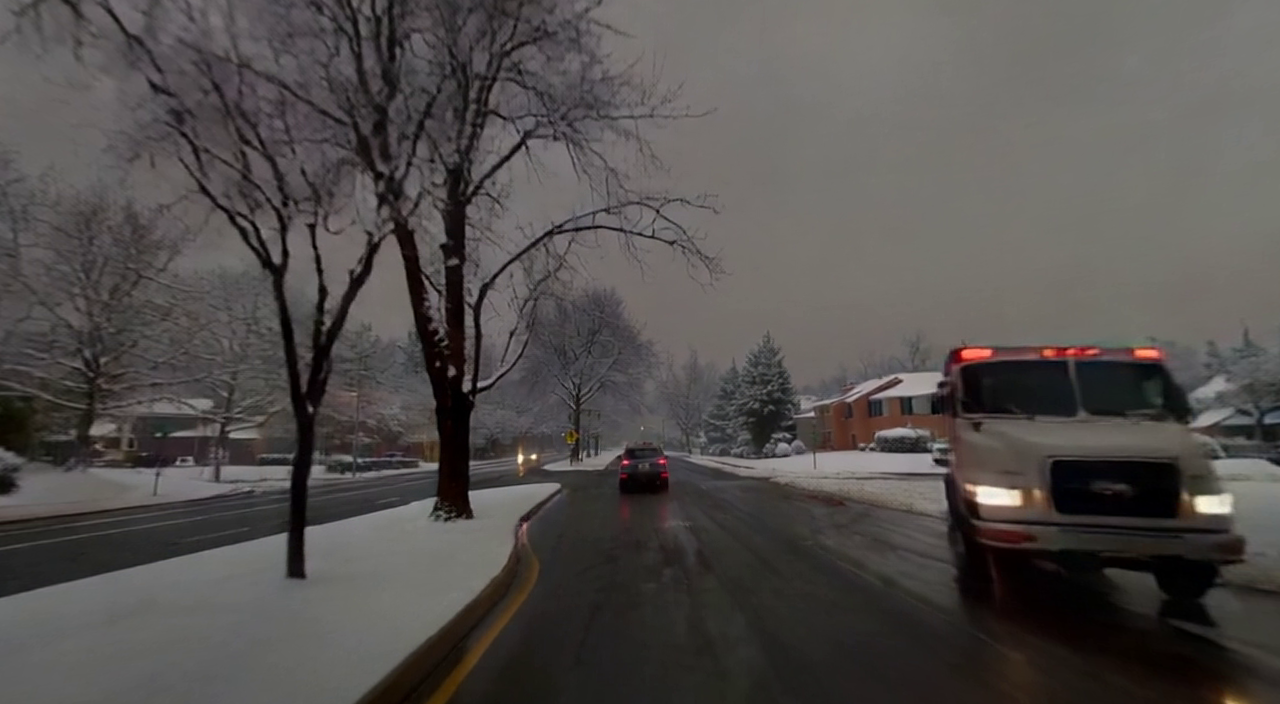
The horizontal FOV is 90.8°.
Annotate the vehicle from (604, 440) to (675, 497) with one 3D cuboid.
[{"bbox_3d":[0.015,3.745,20.642,2.106,1.655,3.717,0,-8,1],"label":"vehicle"}]

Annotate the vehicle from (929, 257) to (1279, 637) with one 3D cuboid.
[{"bbox_3d":[5.205,1.181,7.762,2.654,2.824,5.794,-7,-11,24],"label":"vehicle"}]
